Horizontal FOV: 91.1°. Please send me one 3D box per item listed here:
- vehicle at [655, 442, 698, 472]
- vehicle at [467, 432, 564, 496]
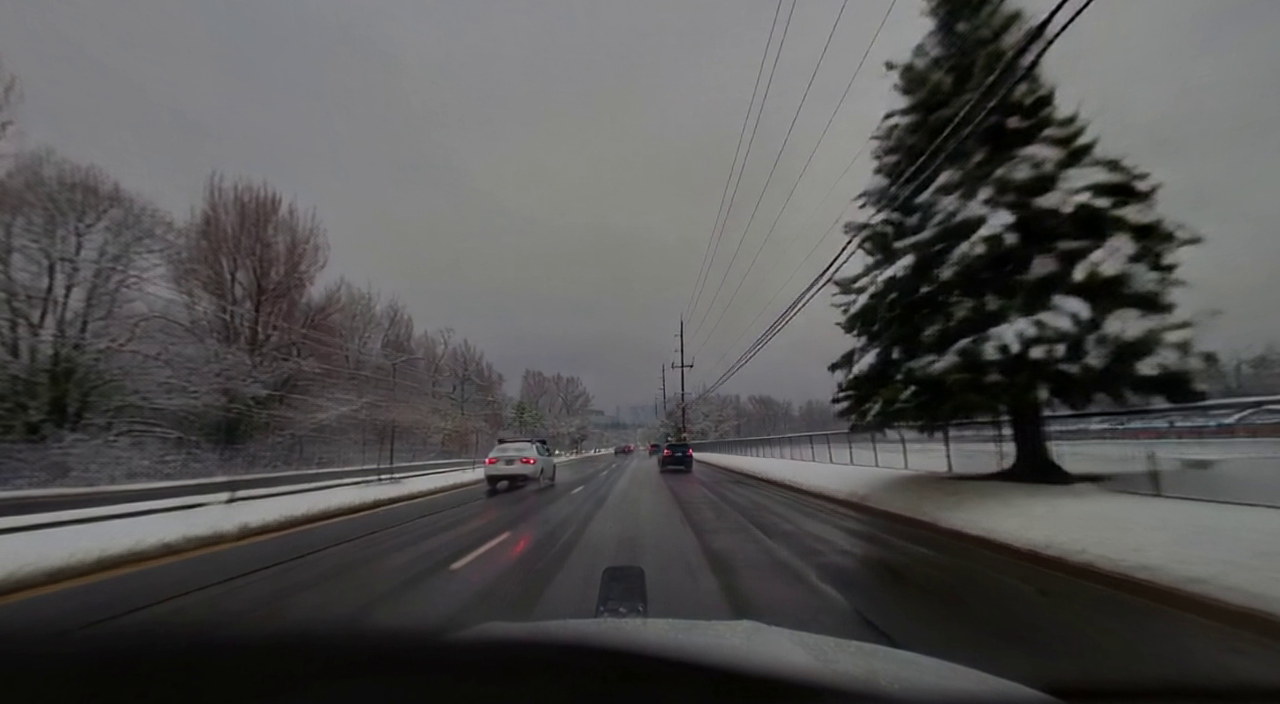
[{"bbox_3d":[1.889,5.650,33.956,2.059,1.486,3.980,0,-8,0],"label":"vehicle"},{"bbox_3d":[-3.621,3.328,19.114,1.950,1.692,4.397,0,-8,1],"label":"vehicle"}]
